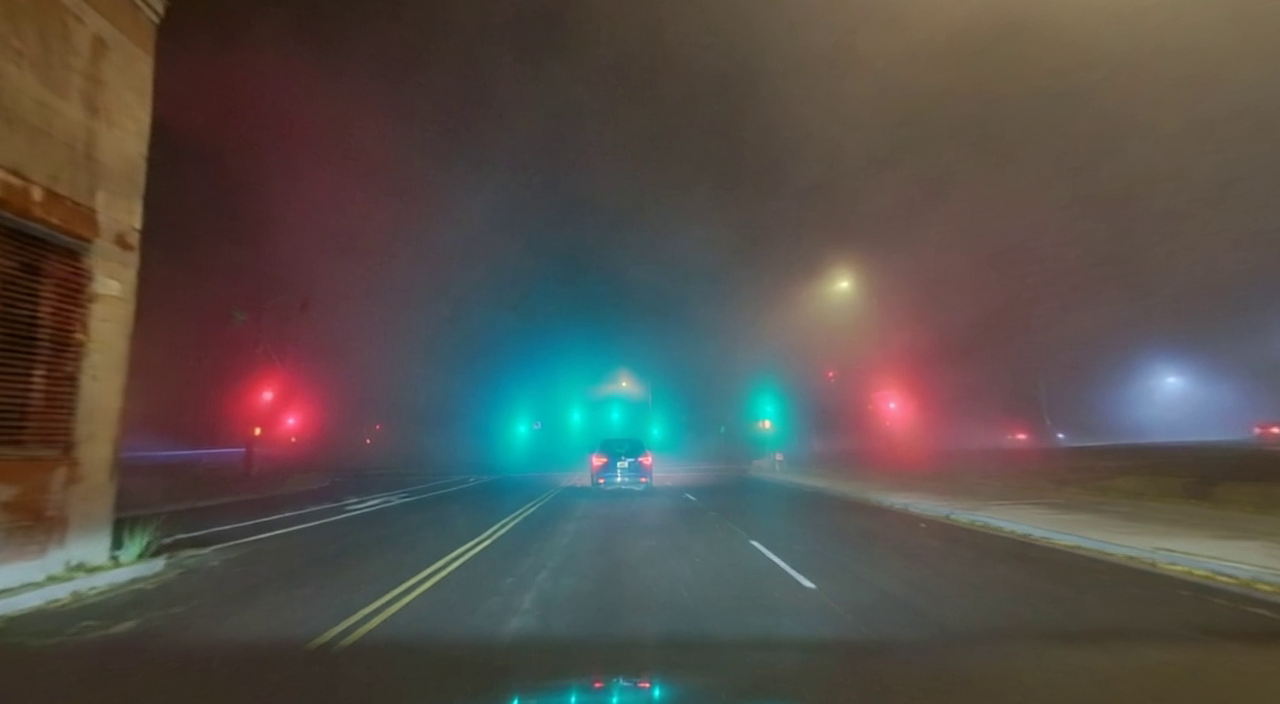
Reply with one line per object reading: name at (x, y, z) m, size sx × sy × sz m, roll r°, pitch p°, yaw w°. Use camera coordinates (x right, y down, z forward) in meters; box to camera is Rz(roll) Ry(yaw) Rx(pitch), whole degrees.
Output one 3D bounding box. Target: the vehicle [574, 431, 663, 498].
vehicle at (-0.582, 3.147, 18.072) m, size 2.218 × 1.657 × 4.551 m, roll 0°, pitch -9°, yaw -1°
